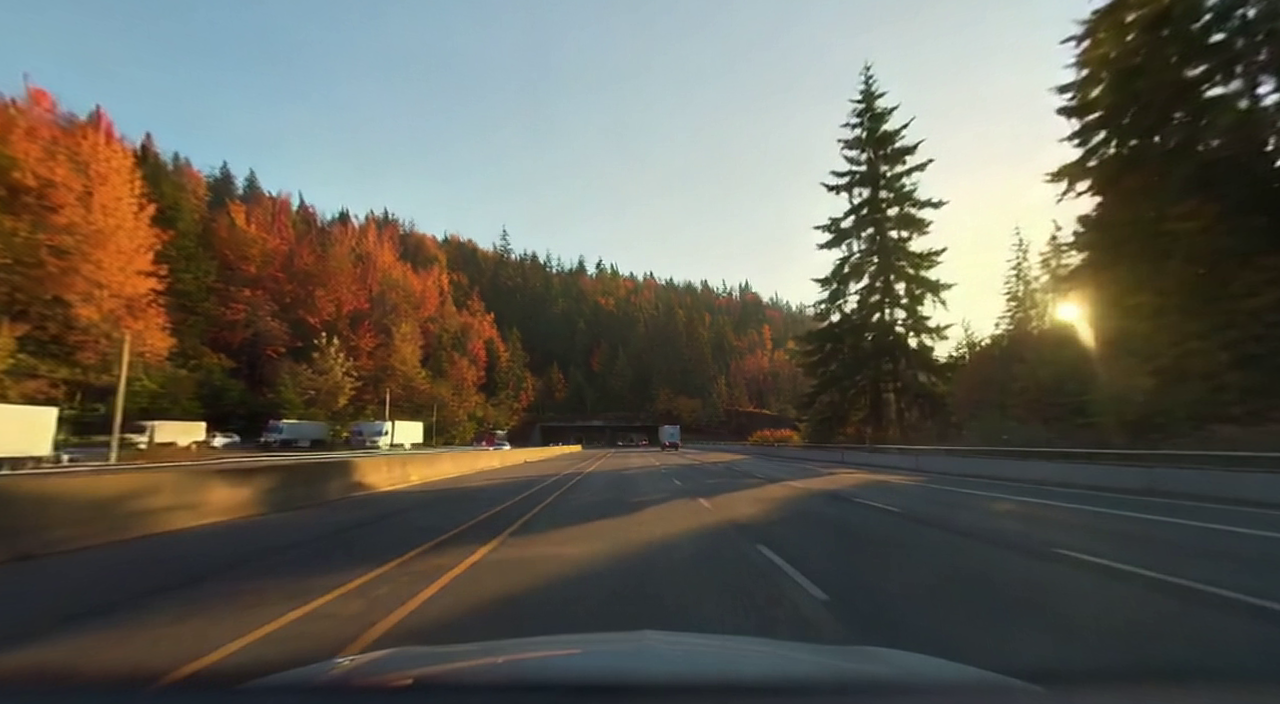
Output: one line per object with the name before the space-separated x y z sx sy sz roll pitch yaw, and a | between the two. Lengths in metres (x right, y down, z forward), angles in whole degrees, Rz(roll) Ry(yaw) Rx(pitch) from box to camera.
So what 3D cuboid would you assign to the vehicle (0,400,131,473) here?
vehicle | -32.502 4.665 33.846 3.022 3.420 8.632 -3 -9 -1
